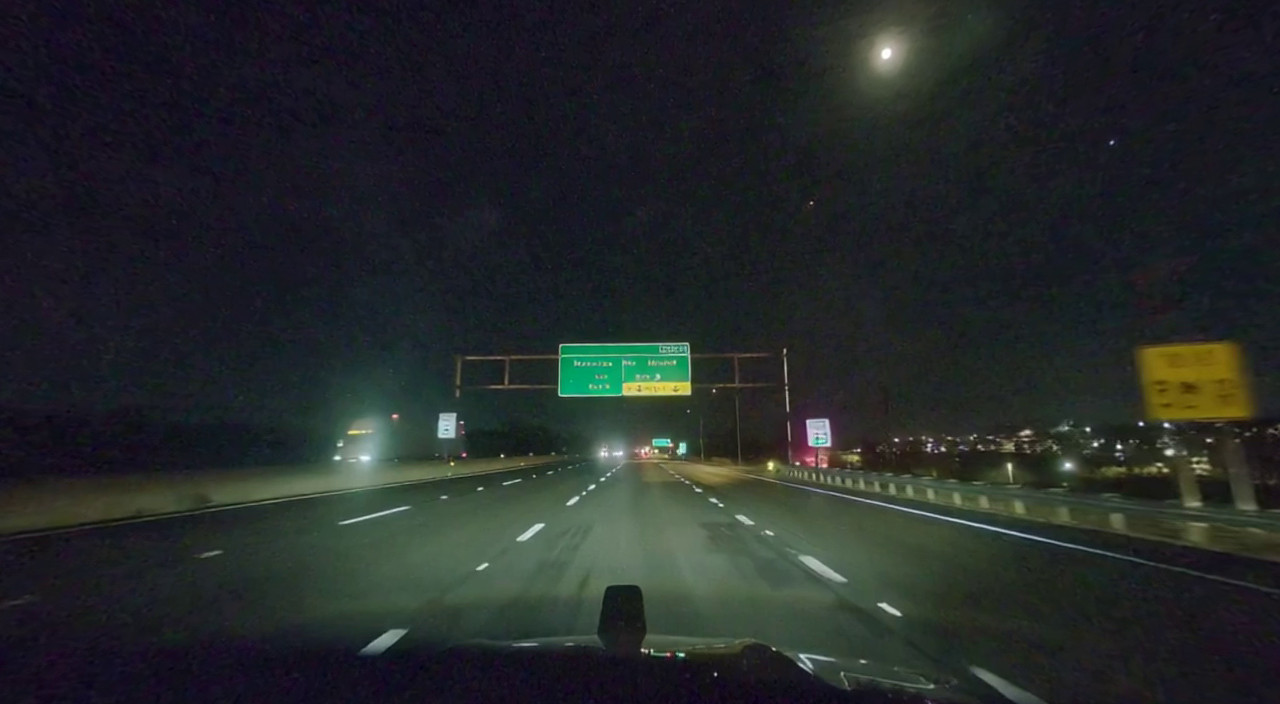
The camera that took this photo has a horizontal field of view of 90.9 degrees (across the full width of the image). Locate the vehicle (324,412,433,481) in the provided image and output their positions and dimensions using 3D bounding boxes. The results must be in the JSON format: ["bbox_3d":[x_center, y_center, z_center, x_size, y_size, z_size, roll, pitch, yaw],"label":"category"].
[{"bbox_3d":[-17.045,6.345,42.141,3.044,3.972,10.003,0,-9,0],"label":"vehicle"}]

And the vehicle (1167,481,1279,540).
[{"bbox_3d":[44.057,11.179,44.492,2.925,3.530,10.591,0,-9,-11],"label":"vehicle"}]
